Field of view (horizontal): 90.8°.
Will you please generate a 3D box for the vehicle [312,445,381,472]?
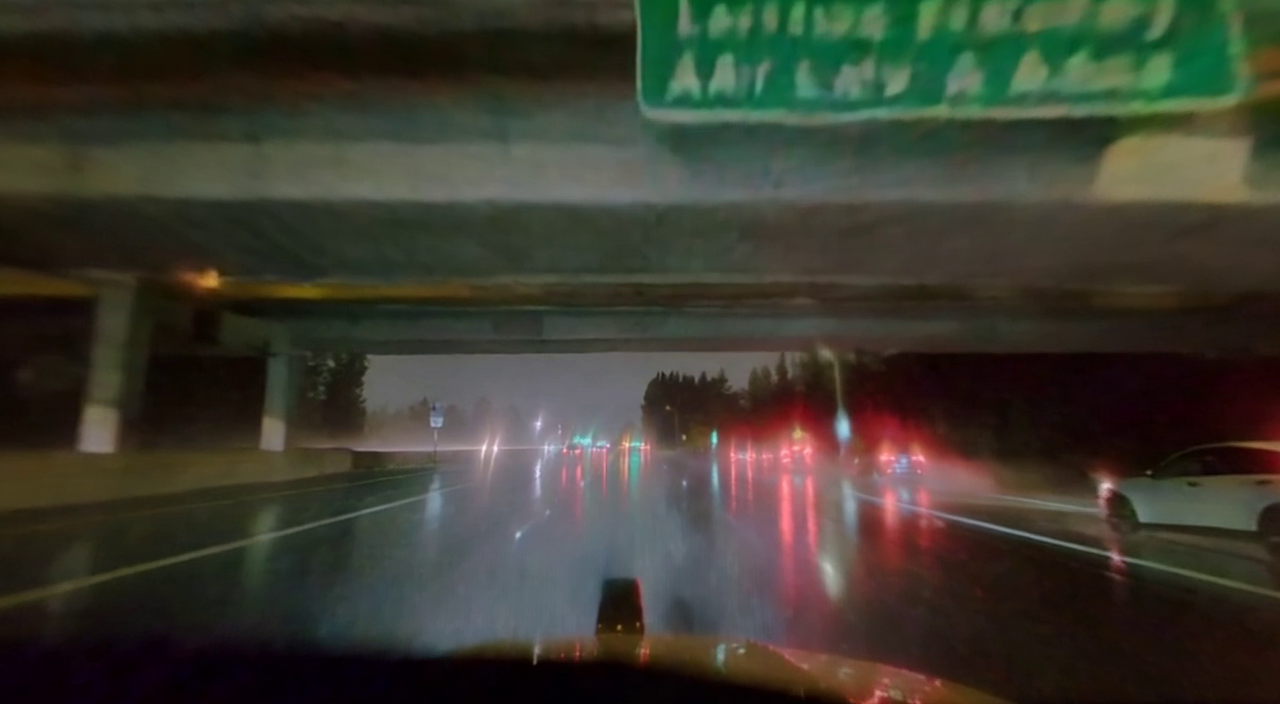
[{"bbox_3d":[-17.564,6.371,38.018,1.856,1.517,4.629,0,-8,1],"label":"vehicle"}]
